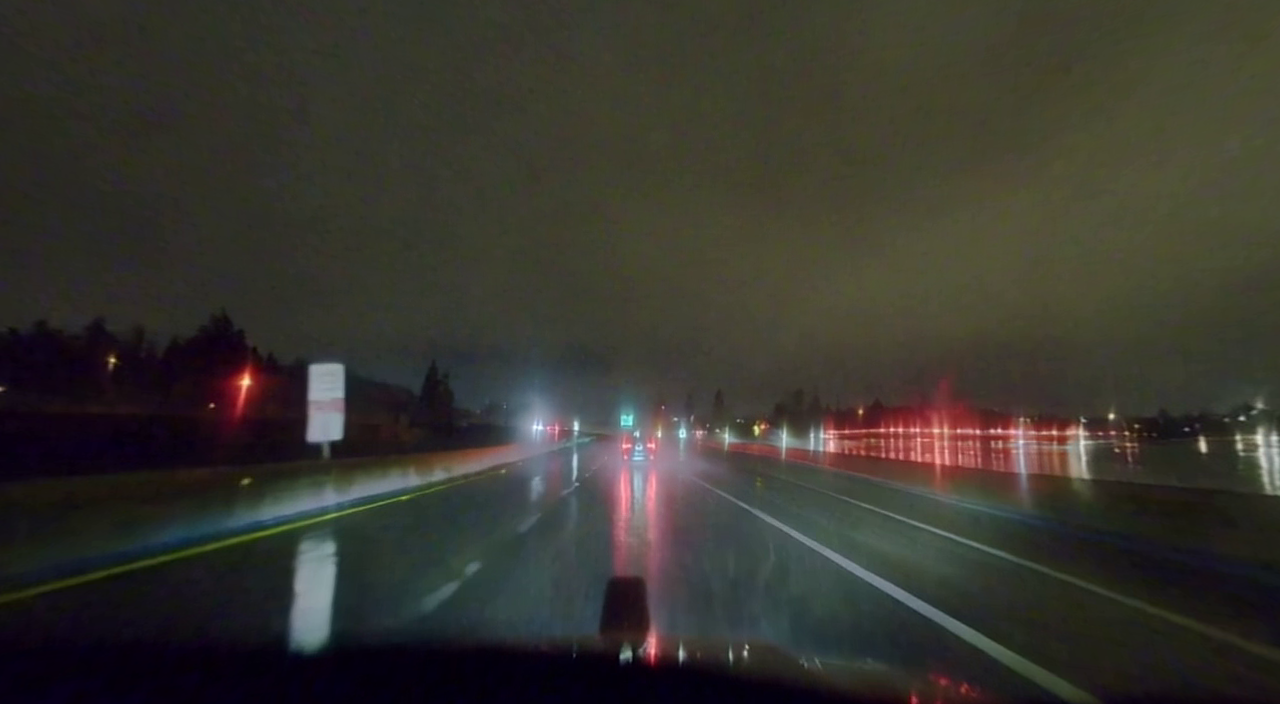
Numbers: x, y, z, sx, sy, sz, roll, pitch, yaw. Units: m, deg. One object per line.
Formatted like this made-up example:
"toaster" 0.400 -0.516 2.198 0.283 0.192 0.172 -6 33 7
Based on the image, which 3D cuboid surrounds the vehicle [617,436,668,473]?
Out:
"vehicle" 0.111 4.557 28.160 2.130 1.512 4.057 0 -8 0
